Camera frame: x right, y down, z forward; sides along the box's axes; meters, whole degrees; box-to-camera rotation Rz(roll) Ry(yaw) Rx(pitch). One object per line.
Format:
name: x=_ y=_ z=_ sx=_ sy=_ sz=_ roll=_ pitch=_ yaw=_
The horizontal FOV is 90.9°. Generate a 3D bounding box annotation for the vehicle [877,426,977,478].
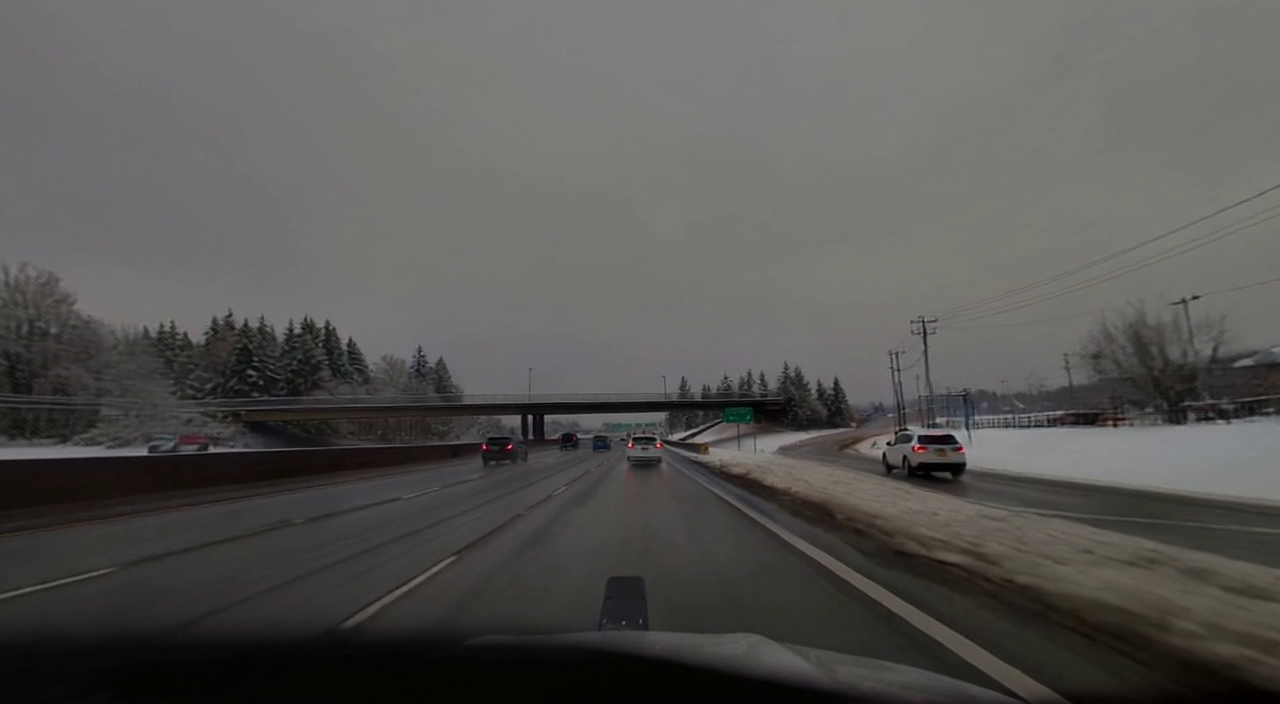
vehicle: x=10.539 y=3.705 z=23.607 sx=2.095 sy=1.674 sz=4.530 roll=1 pitch=-8 yaw=7

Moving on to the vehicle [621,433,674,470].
vehicle: x=0.266 y=4.368 z=27.847 sx=2.145 sy=1.493 sz=4.146 roll=0 pitch=-8 yaw=-1

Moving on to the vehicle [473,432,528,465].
vehicle: x=-7.614 y=5.336 z=34.931 sx=2.067 sy=1.682 sz=4.388 roll=0 pitch=-8 yaw=0
